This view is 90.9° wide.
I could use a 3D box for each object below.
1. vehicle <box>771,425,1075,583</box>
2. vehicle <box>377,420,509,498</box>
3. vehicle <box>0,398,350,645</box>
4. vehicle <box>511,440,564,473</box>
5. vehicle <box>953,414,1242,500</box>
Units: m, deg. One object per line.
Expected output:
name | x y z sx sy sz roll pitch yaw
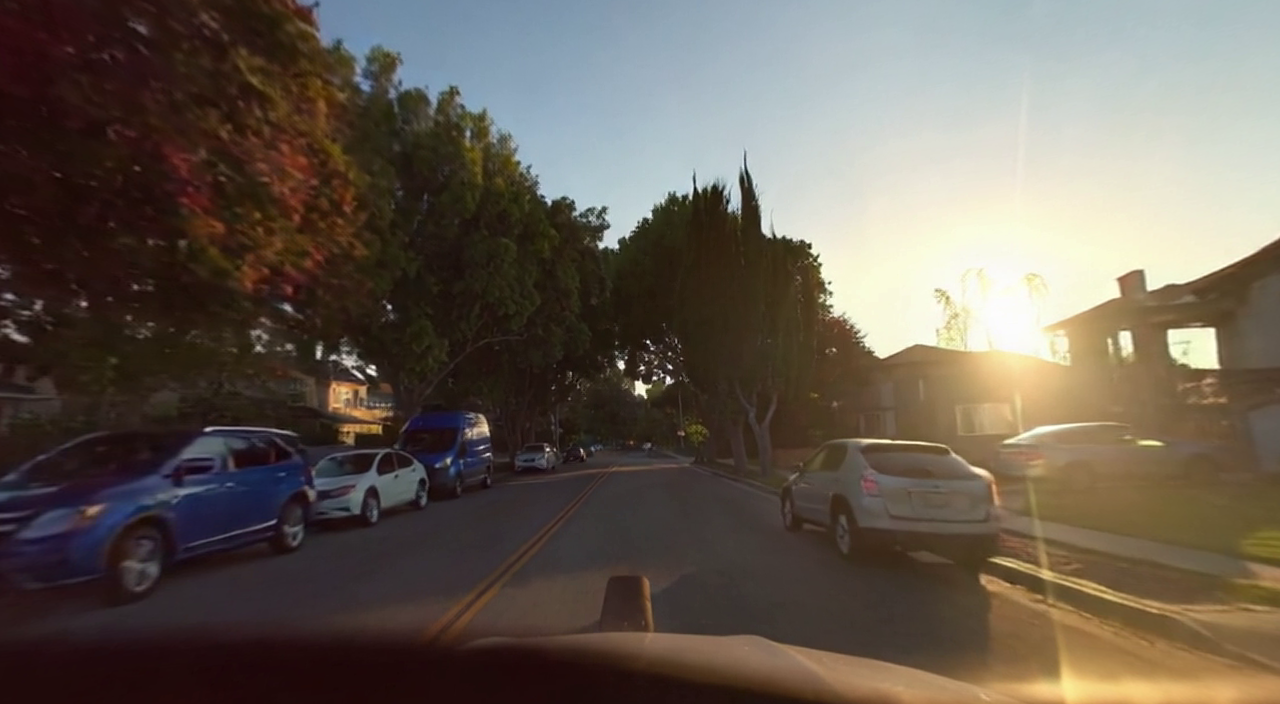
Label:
vehicle | 3.223 1.790 8.435 1.945 1.514 4.552 0 -8 0
vehicle | -5.705 3.174 19.197 2.315 2.008 5.343 0 -8 0
vehicle | -5.460 1.596 7.122 2.090 1.855 4.494 0 -8 2
vehicle | -5.235 5.382 32.683 2.038 1.571 4.524 0 -8 -1
vehicle | 9.201 2.127 12.989 4.365 1.597 2.112 1 -8 -4
